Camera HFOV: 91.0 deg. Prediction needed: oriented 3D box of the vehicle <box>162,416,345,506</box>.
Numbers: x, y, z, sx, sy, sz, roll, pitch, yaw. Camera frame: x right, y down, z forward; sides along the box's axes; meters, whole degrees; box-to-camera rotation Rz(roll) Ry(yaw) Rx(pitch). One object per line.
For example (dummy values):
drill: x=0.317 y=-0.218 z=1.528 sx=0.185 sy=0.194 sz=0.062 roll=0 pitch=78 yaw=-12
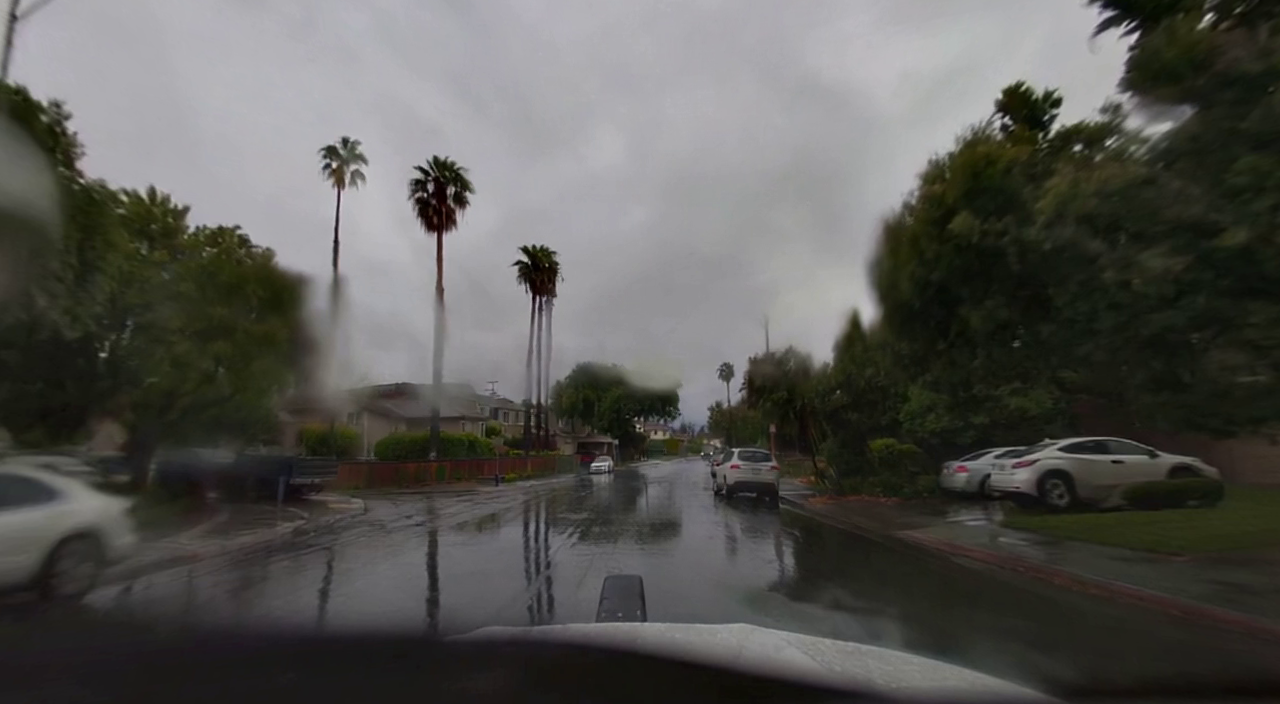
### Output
vehicle: x=-13.394 y=3.677 z=21.673 sx=6.773 sy=2.680 sz=2.459 roll=-5 pitch=-10 yaw=32

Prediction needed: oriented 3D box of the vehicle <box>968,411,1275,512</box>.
vehicle: x=9.756 y=2.358 z=13.165 sx=4.478 sy=1.705 sz=2.050 roll=-3 pitch=-16 yaw=2

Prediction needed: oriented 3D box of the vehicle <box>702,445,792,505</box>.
vehicle: x=3.561 y=4.174 z=22.006 sx=2.197 sy=1.816 sz=4.845 roll=0 pitch=-8 yaw=-1

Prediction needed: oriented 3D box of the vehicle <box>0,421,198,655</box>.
vehicle: x=-5.788 y=1.437 z=4.722 sx=1.947 sy=1.672 sz=4.289 roll=-1 pitch=-19 yaw=-4
